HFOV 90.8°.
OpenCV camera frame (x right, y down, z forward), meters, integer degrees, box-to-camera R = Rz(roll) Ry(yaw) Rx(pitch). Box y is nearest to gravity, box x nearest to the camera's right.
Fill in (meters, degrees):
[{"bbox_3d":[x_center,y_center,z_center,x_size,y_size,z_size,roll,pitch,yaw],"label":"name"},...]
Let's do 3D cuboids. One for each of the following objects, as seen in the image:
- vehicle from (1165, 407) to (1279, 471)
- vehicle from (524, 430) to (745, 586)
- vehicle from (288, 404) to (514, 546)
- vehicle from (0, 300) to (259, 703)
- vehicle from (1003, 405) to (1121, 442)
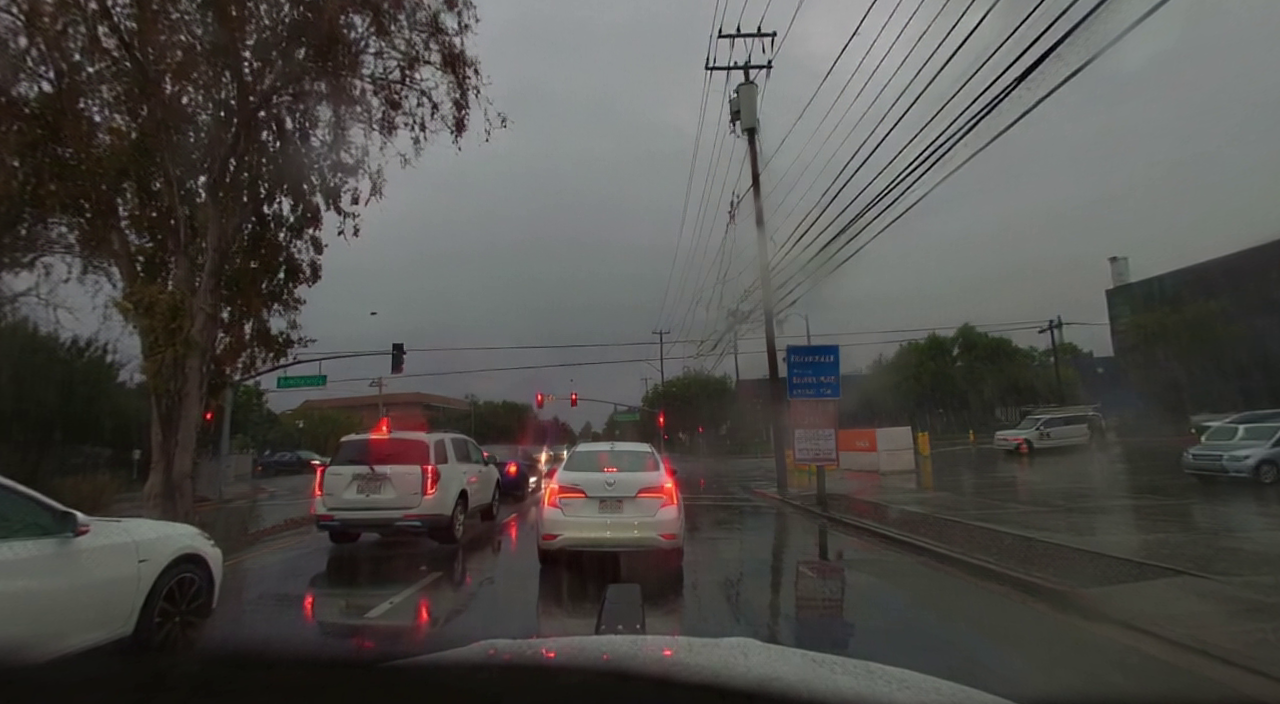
[{"bbox_3d":[17.026,2.541,18.265,1.858,1.622,4.491,-5,-10,28],"label":"vehicle"},{"bbox_3d":[-0.104,1.802,8.137,2.121,1.474,3.968,0,-8,-2],"label":"vehicle"},{"bbox_3d":[-3.844,2.088,11.366,2.147,1.963,4.927,0,-8,0],"label":"vehicle"},{"bbox_3d":[-3.583,0.633,1.518,2.085,1.943,5.053,0,-8,1],"label":"vehicle"},{"bbox_3d":[26.920,4.615,40.503,5.782,2.286,2.223,-1,-9,5],"label":"vehicle"}]
